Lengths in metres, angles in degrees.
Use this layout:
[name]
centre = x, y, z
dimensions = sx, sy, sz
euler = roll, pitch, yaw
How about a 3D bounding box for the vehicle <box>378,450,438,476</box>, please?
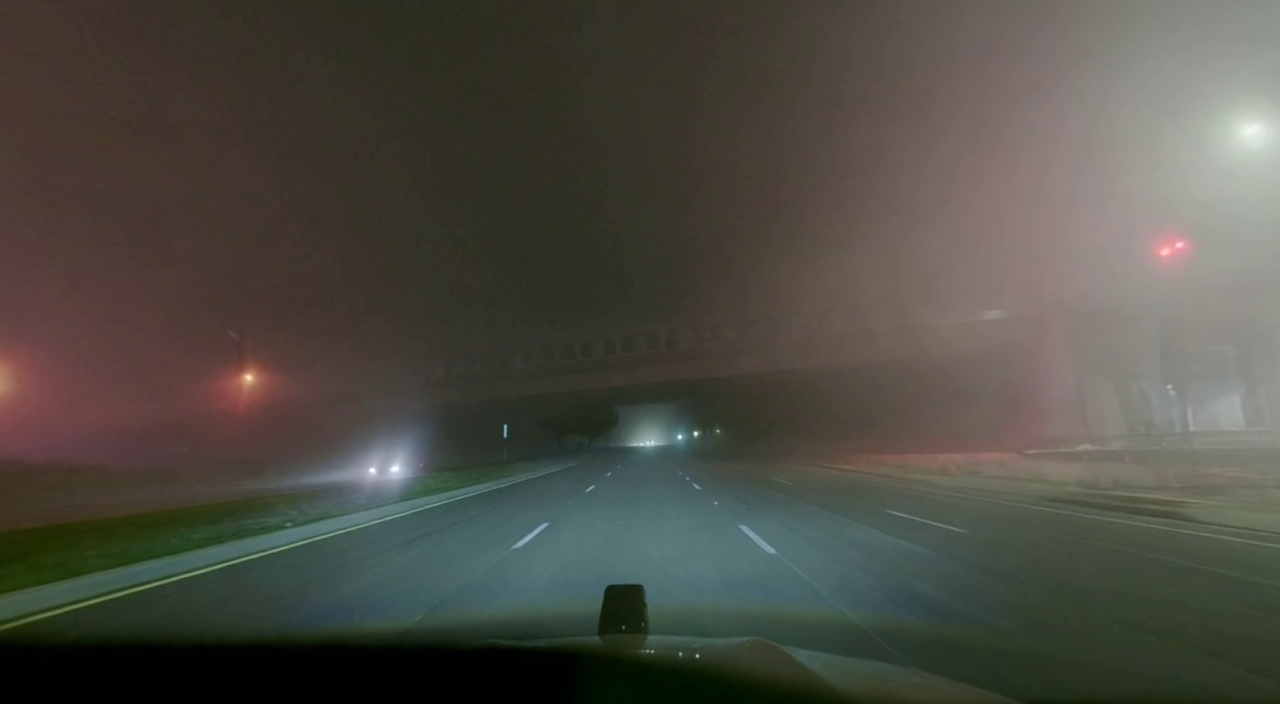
[vehicle]
centre = -14.321, 6.868, 39.188
dimensions = 1.983, 1.461, 4.542
euler = 0, -8, 1
